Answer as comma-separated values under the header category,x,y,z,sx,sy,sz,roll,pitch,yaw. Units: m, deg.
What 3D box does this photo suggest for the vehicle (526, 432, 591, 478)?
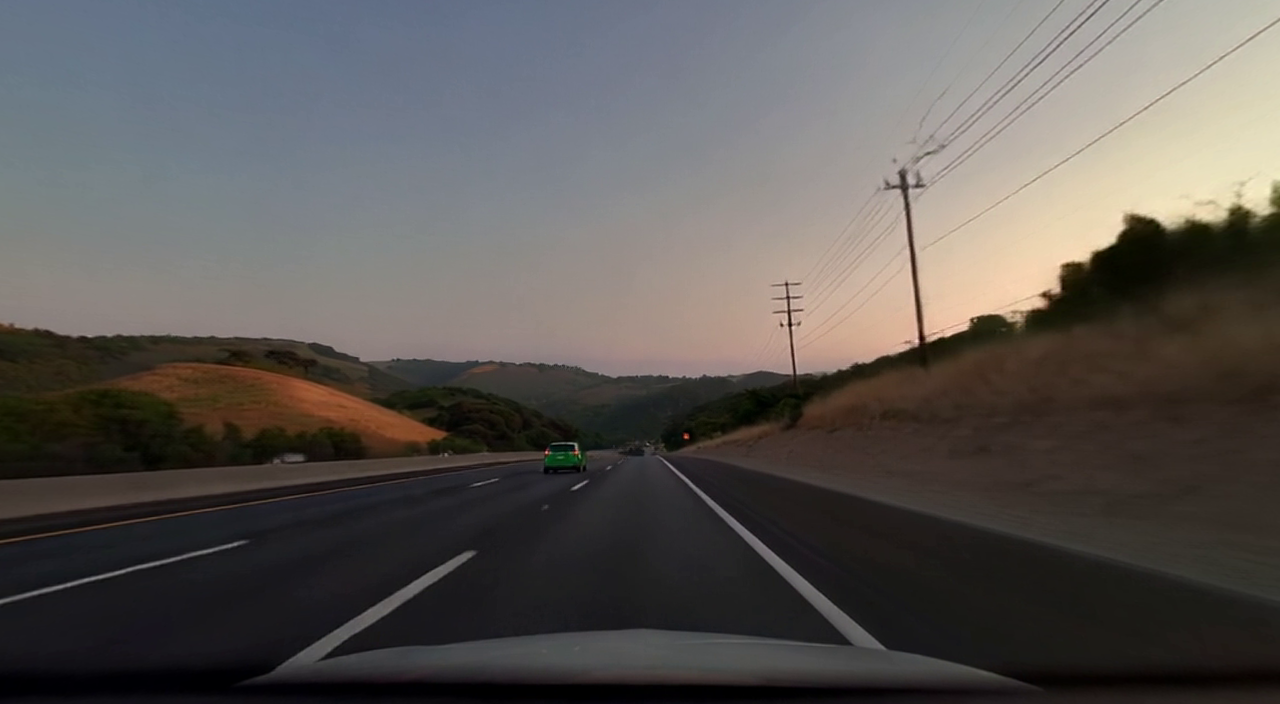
category,x,y,z,sx,sy,sz,roll,pitch,yaw
vehicle,-3.484,4.483,27.768,2.136,1.845,4.515,0,-8,2
